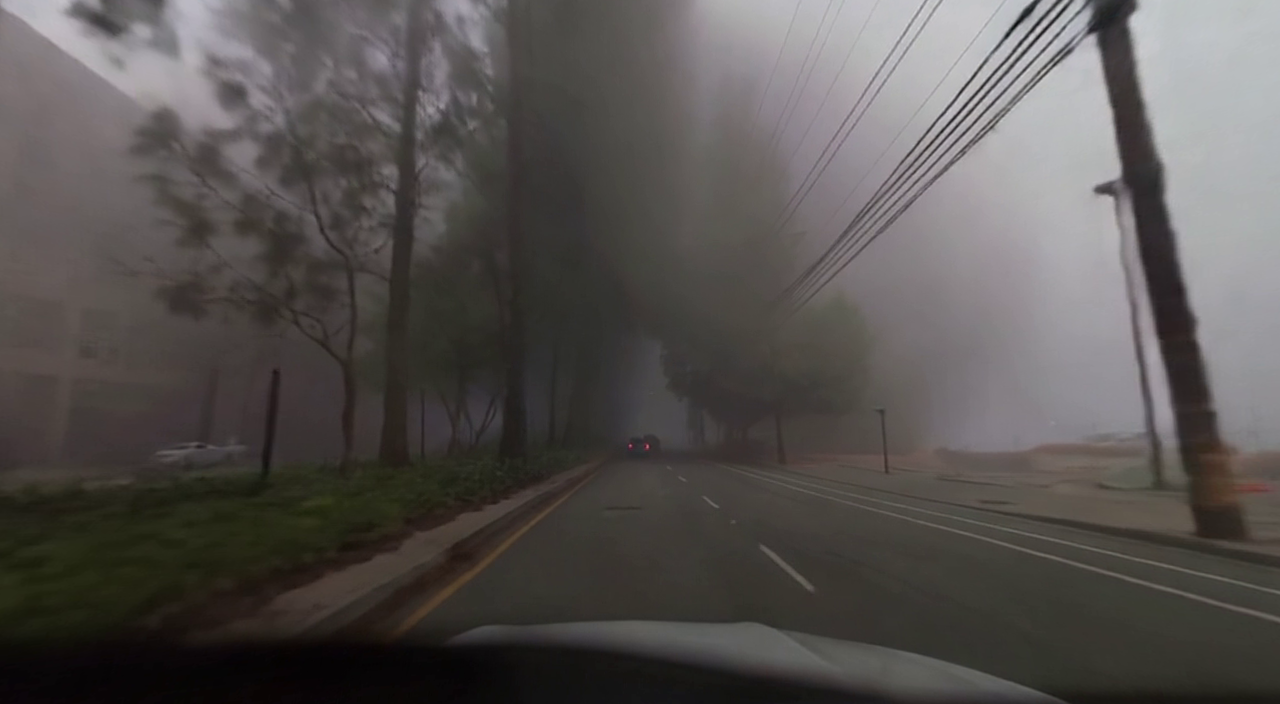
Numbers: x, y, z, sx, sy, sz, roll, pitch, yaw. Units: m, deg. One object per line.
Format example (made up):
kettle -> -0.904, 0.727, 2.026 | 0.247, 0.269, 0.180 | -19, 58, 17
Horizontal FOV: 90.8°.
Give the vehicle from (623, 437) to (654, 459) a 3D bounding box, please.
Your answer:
vehicle -> -0.132, 6.877, 45.588 | 2.109, 1.501, 4.042 | 0, -8, -1
